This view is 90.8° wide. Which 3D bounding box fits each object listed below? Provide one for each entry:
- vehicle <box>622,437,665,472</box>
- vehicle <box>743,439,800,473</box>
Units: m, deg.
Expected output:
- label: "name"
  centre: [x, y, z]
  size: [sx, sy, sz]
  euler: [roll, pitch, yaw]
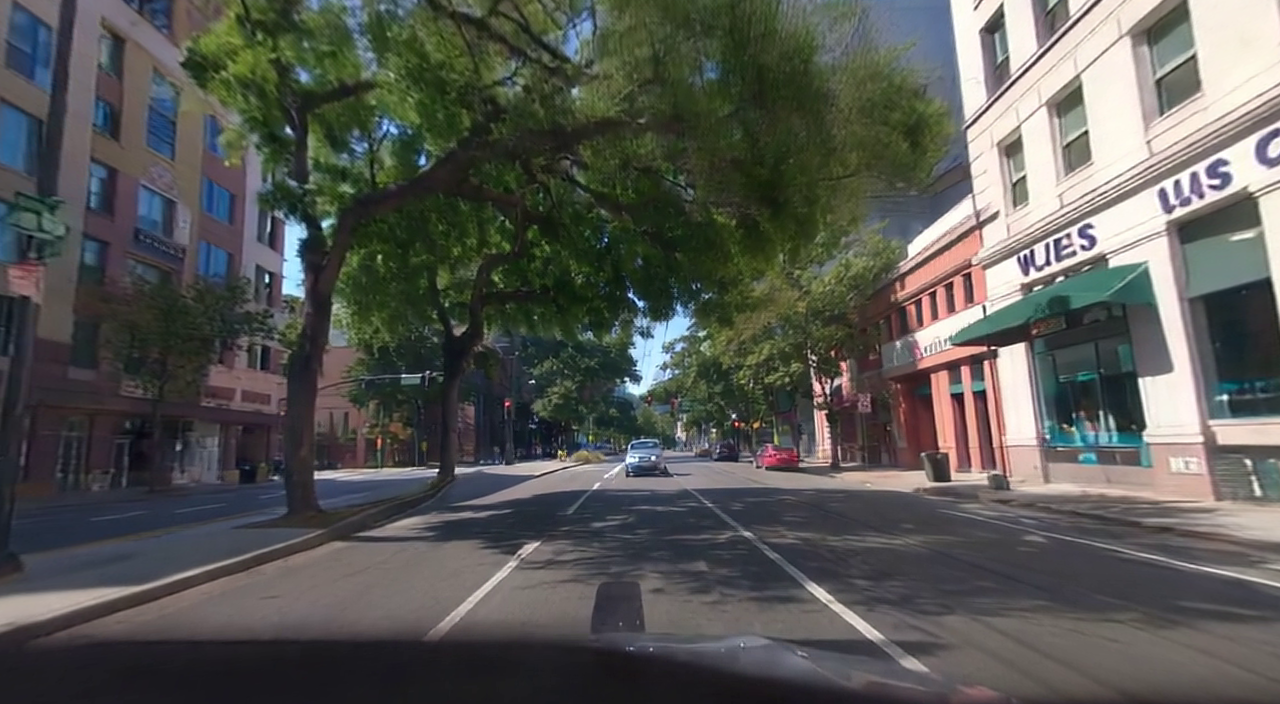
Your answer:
- label: "vehicle"
  centre: [0.242, 5.622, 34.845]
  size: [2.223, 1.775, 4.250]
  euler: [-1, -8, 1]
- label: "vehicle"
  centre: [7.383, 5.860, 35.895]
  size: [1.987, 1.772, 4.749]
  euler: [0, -8, -3]
